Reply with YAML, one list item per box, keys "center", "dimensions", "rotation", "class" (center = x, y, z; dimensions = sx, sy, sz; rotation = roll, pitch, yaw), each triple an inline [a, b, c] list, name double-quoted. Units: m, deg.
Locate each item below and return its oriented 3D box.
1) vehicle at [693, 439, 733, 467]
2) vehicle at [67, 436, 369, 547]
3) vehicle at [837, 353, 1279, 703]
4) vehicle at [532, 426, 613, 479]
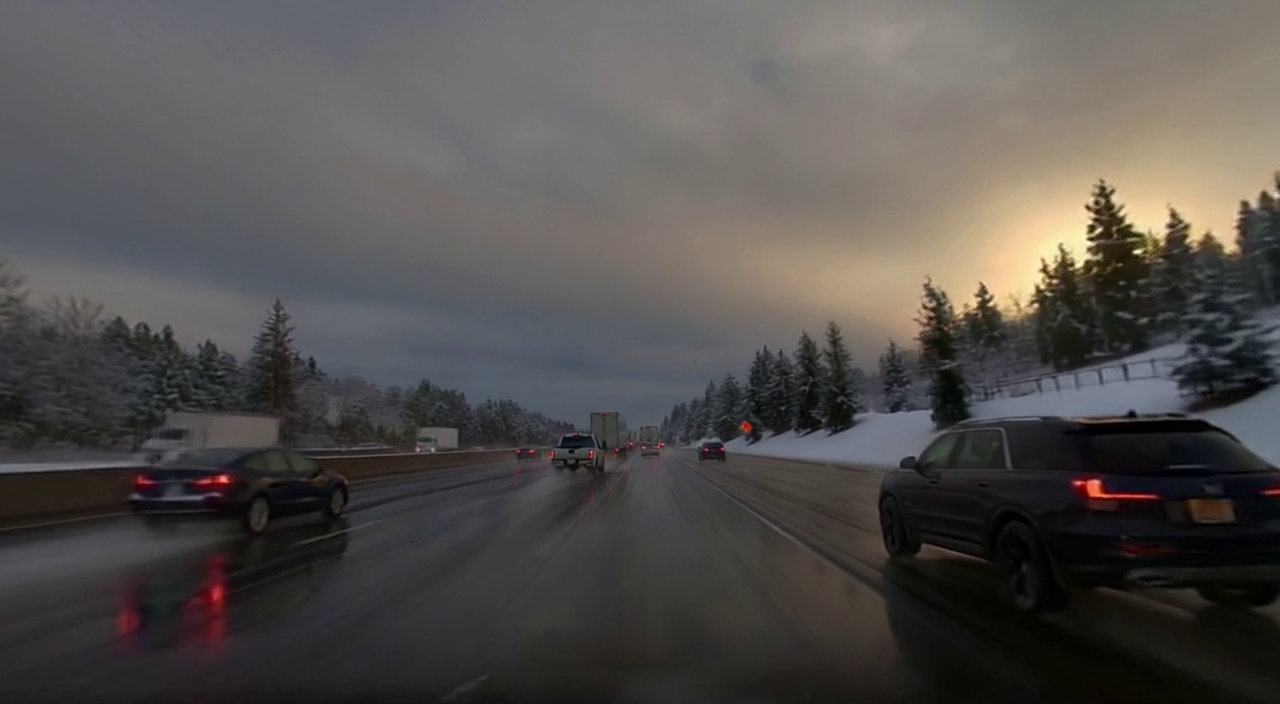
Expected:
- center: [4.605, 6.426, 40.384]
  dimensions: [2.026, 1.661, 3.865]
  rotation: [0, -8, -1]
  class: "vehicle"
- center: [-6.716, 2.229, 10.797]
  dimensions: [2.235, 1.506, 4.159]
  rotation: [0, -8, 1]
  class: "vehicle"
- center: [3.180, 1.140, 4.690]
  dimensions: [2.028, 1.658, 4.334]
  rotation: [0, -8, 0]
  class: "vehicle"
- center: [-2.772, 4.401, 27.792]
  dimensions: [2.645, 2.023, 6.491]
  rotation: [-1, -8, 2]
  class: "vehicle"
